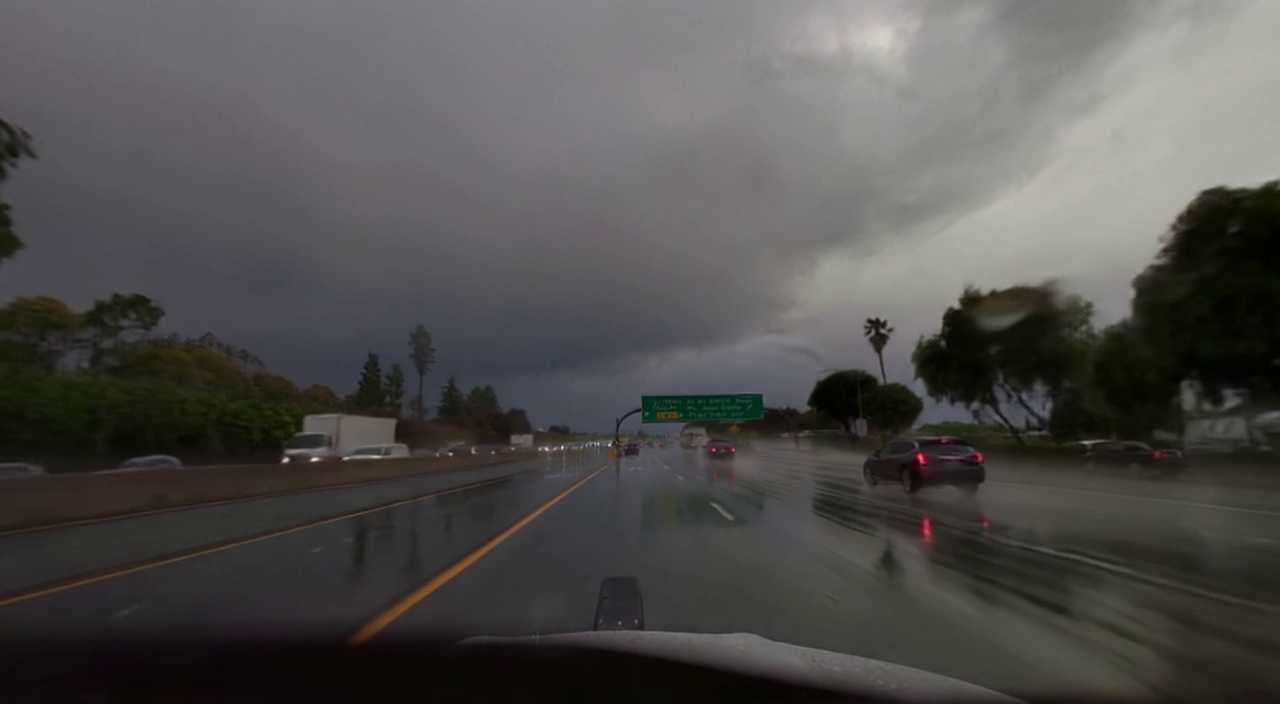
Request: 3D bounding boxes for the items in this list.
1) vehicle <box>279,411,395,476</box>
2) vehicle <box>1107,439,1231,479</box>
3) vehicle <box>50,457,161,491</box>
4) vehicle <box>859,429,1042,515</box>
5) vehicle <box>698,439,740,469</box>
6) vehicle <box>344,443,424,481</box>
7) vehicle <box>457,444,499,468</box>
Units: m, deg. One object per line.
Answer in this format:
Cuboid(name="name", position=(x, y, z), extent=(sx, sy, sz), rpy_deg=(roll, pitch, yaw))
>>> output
Cuboid(name="vehicle", position=(-19.898, 6.148, 42.272), extent=(2.957, 3.852, 9.397), rpy_deg=(0, -8, 1))
Cuboid(name="vehicle", position=(24.105, 4.877, 28.948), extent=(1.887, 1.642, 4.592), rpy_deg=(0, -8, 3))
Cuboid(name="vehicle", position=(-27.225, 6.206, 32.287), extent=(1.831, 1.472, 4.368), rpy_deg=(0, -8, 0))
Cuboid(name="vehicle", position=(6.761, 2.647, 14.386), extent=(1.902, 1.623, 4.360), rpy_deg=(0, -8, -1))
Cuboid(name="vehicle", position=(4.763, 6.210, 38.510), extent=(2.035, 1.704, 3.867), rpy_deg=(0, -8, 0))
Cuboid(name="vehicle", position=(-12.462, 5.363, 30.973), extent=(2.053, 1.689, 4.406), rpy_deg=(0, -8, 0))
Cuboid(name="vehicle", position=(-12.151, 7.849, 47.565), extent=(1.960, 1.681, 4.480), rpy_deg=(0, -8, 0))
